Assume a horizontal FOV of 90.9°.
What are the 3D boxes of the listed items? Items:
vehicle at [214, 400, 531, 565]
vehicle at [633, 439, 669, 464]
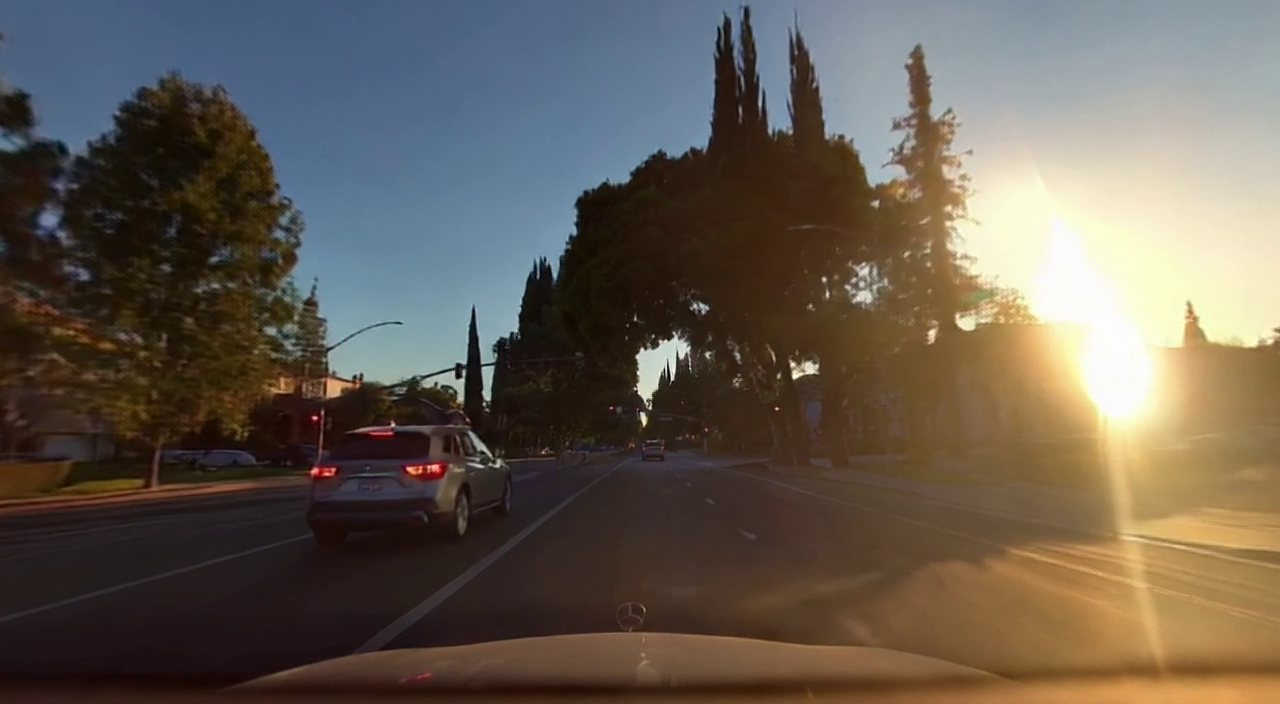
[{"bbox_3d":[-3.471,1.864,9.808,2.459,1.825,5.380,-1,-8,2],"label":"vehicle"},{"bbox_3d":[0.767,7.441,47.067,2.437,1.737,4.420,0,-8,-2],"label":"vehicle"}]
